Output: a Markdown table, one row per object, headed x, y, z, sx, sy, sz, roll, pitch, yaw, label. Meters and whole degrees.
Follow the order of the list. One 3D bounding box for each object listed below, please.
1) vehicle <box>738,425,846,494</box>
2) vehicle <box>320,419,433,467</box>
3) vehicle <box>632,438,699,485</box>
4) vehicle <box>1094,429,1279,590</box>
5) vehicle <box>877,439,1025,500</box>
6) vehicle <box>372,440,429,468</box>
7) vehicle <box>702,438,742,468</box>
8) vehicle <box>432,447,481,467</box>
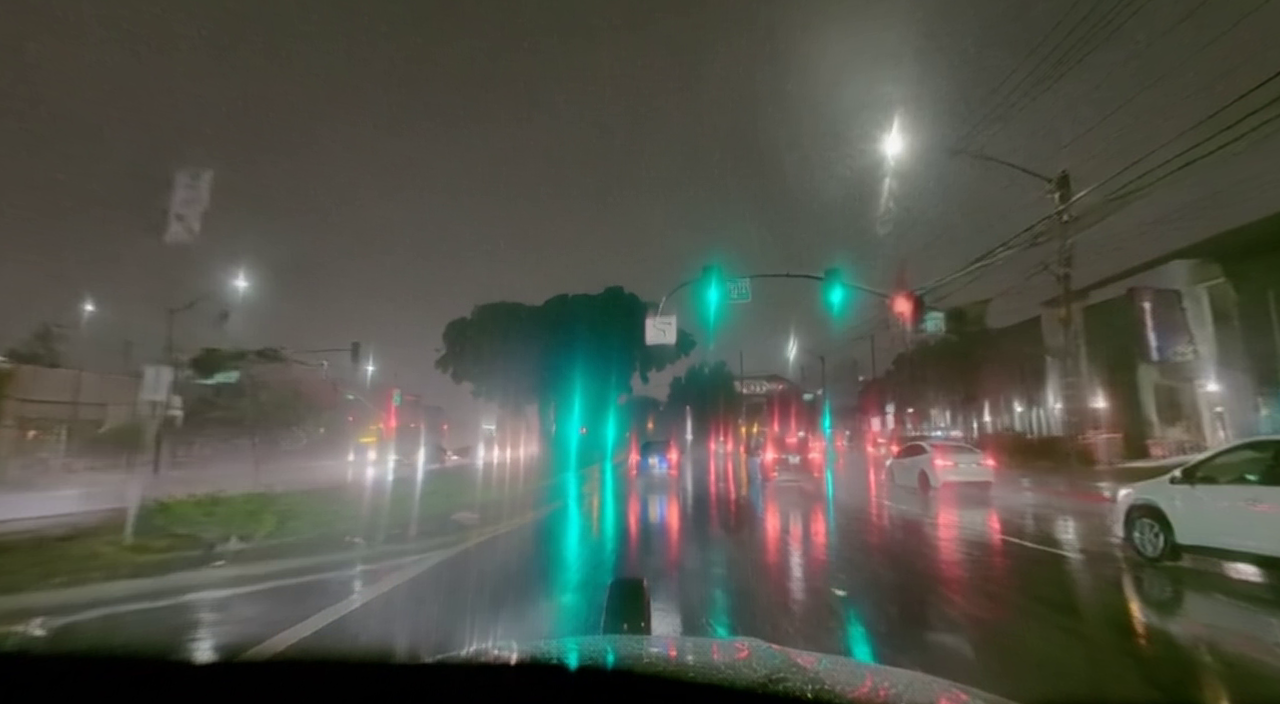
| x | y | z | sx | sy | sz | roll | pitch | yaw | label |
| --- | --- | --- | --- | --- | --- | --- | --- | --- | --- |
| 4.380 | 3.199 | 19.100 | 2.119 | 1.810 | 4.848 | 0 | -8 | 1 | vehicle |
| -20.199 | 7.187 | 49.772 | 3.354 | 3.314 | 12.985 | 0 | -8 | 0 | vehicle |
| 0.915 | 3.855 | 22.540 | 2.168 | 1.527 | 4.174 | -1 | -8 | 3 | vehicle |
| 6.849 | 1.460 | 5.868 | 1.866 | 1.471 | 4.478 | 0 | -8 | 0 | vehicle |
| 8.500 | 3.220 | 17.796 | 1.882 | 1.463 | 4.543 | 0 | -8 | 0 | vehicle |
| -16.313 | 6.944 | 43.155 | 2.052 | 1.770 | 4.545 | 0 | -8 | 1 | vehicle |
| 4.662 | 5.804 | 36.459 | 1.896 | 1.612 | 4.203 | 0 | -8 | 2 | vehicle |
| -12.925 | 7.401 | 44.600 | 1.926 | 1.303 | 4.686 | -1 | -8 | 2 | vehicle |
